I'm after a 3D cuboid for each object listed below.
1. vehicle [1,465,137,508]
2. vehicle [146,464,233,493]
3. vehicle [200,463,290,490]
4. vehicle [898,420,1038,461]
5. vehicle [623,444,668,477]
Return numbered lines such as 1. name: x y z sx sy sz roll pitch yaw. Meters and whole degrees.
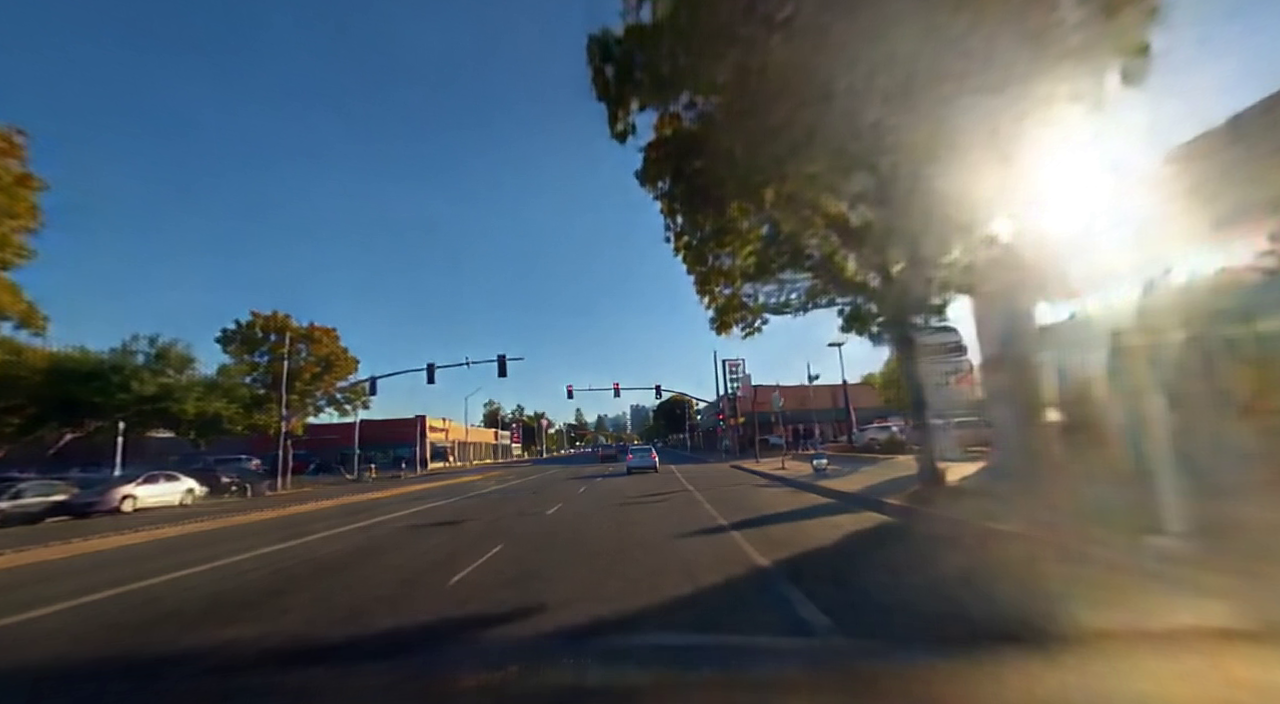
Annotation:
1. vehicle: -25.928 6.096 28.907 4.256 1.697 1.817 5 -10 -33
2. vehicle: -26.183 7.315 36.756 3.790 1.515 1.704 8 -12 -43
3. vehicle: -25.661 8.073 41.155 2.007 1.466 4.543 -8 -11 42
4. vehicle: 13.084 3.552 25.413 4.466 1.553 2.060 0 -9 -1
5. vehicle: 0.265 5.086 29.925 1.977 1.451 4.032 0 -9 1
